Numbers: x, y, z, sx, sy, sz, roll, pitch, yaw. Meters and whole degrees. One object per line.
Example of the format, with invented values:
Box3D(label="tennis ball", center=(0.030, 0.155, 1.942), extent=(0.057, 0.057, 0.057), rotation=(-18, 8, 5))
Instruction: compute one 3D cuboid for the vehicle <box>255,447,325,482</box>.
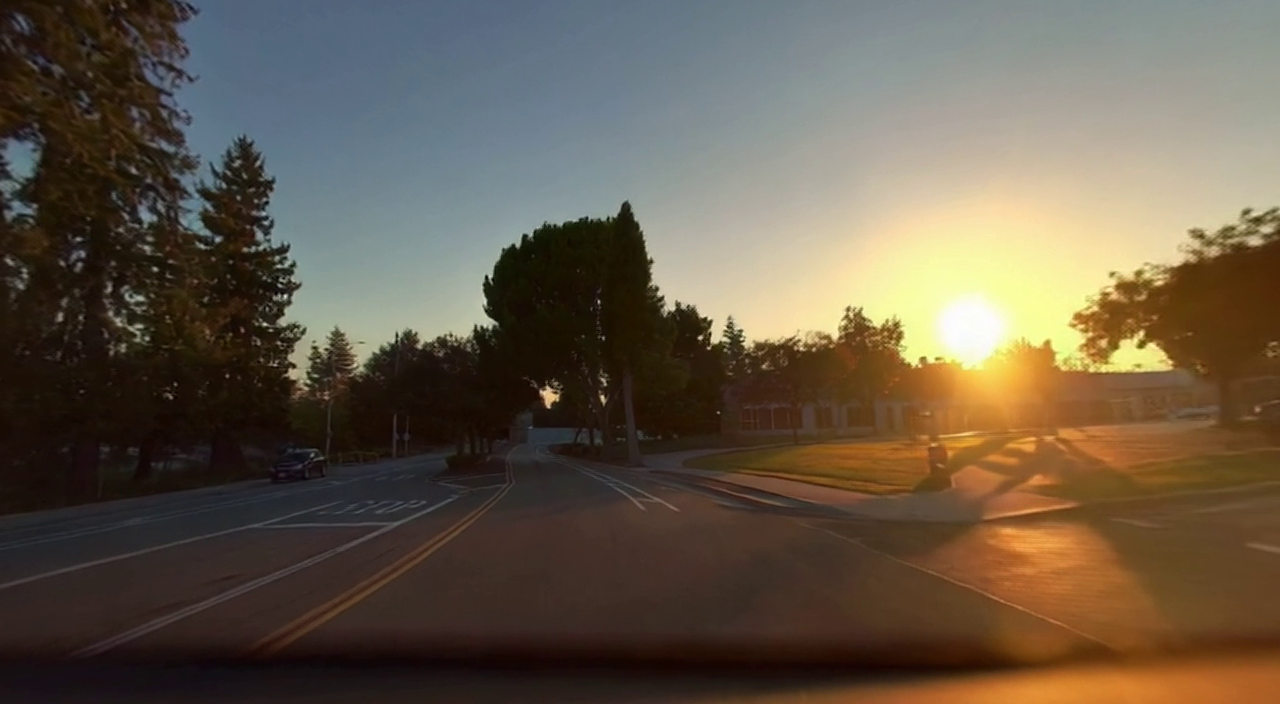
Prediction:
Box3D(label="vehicle", center=(-18.121, 5.836, 32.817), extent=(1.952, 1.632, 4.200), rotation=(1, -10, -11))
